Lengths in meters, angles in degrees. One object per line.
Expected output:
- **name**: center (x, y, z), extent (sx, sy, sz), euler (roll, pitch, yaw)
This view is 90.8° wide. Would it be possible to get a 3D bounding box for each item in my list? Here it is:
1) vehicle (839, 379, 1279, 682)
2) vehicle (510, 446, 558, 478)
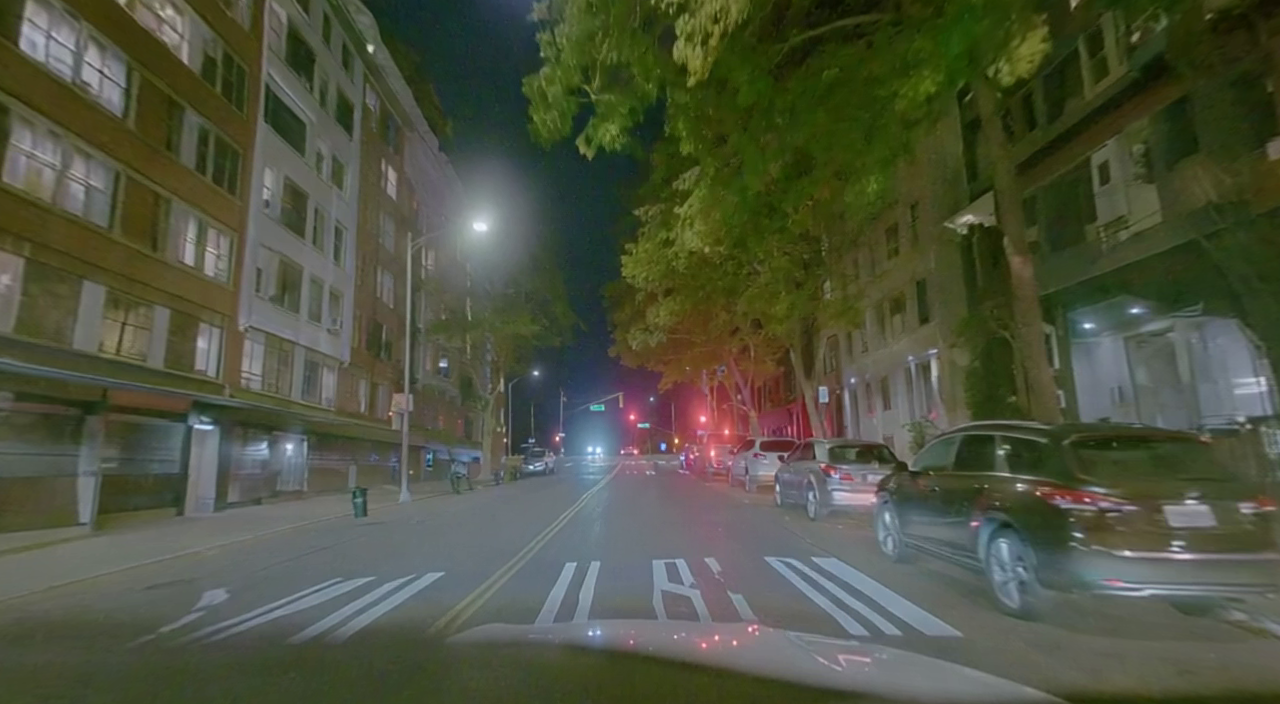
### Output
- **vehicle**: center (3.525, 1.297, 5.743), extent (1.996, 1.642, 4.472), euler (0, -8, 0)
- **vehicle**: center (-6.385, 6.657, 38.541), extent (2.013, 1.772, 4.439), euler (-1, -8, 2)
